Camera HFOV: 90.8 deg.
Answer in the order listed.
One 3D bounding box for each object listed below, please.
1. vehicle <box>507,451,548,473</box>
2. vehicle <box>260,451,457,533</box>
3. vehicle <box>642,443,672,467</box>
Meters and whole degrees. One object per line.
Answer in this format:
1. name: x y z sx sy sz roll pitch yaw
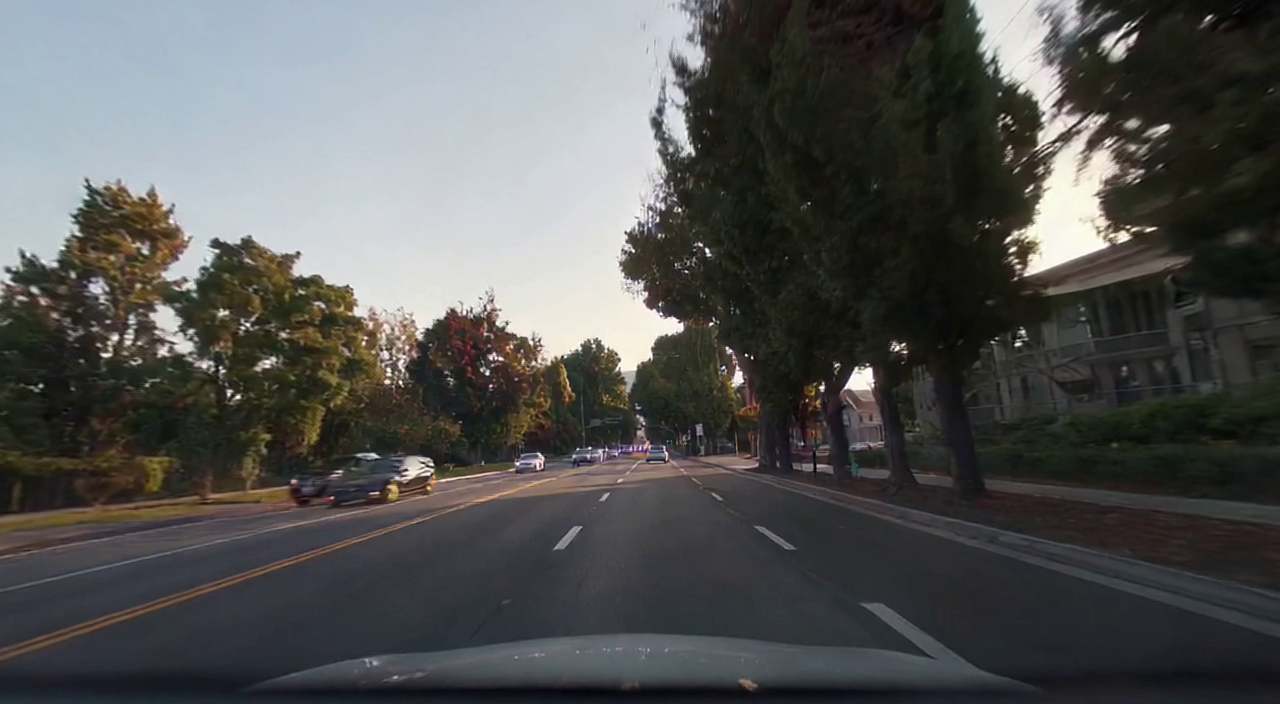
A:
1. vehicle: -8.175 8.011 46.259 2.058 1.495 4.448 -1 -9 2
2. vehicle: -5.876 2.948 13.997 2.138 1.446 4.614 -1 -9 2
3. vehicle: 1.294 7.824 48.202 2.163 1.746 4.073 -1 -8 1
